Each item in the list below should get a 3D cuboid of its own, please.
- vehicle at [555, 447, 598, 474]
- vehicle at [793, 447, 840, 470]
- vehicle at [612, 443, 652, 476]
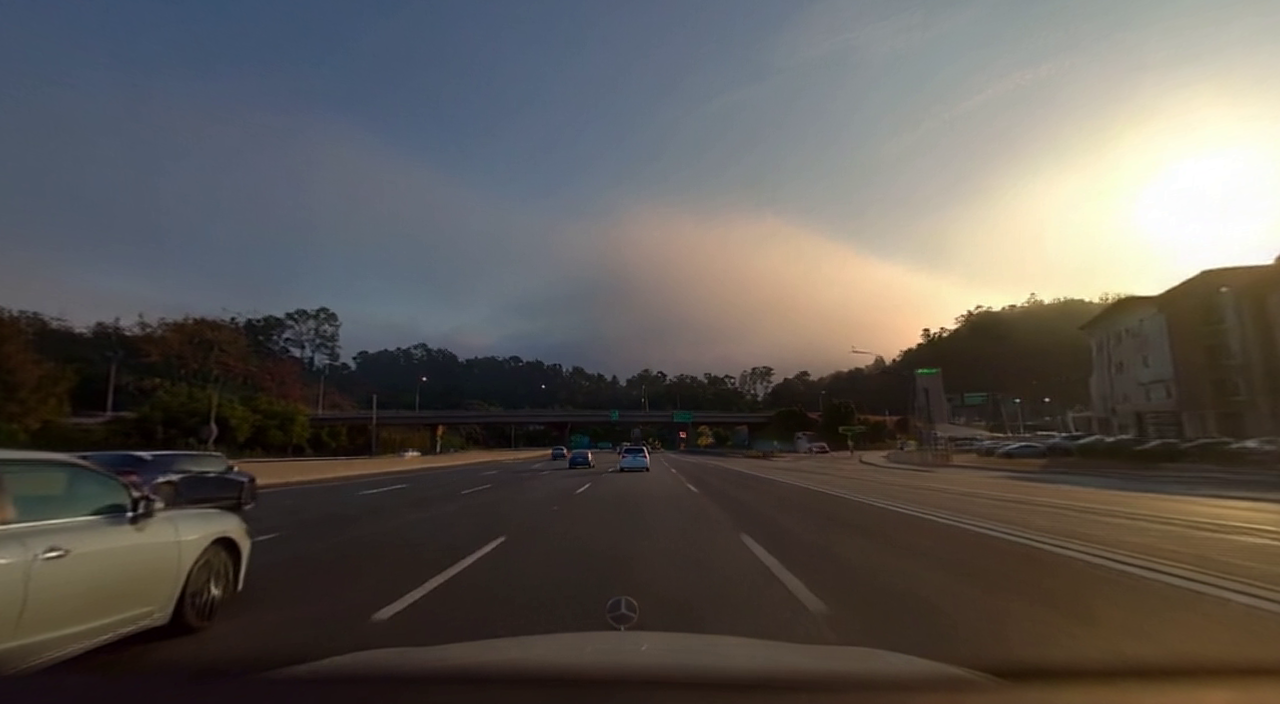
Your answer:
[{"bbox_3d":[-3.848,6.654,38.835,2.071,1.553,4.388,0,-9,2],"label":"vehicle"},{"bbox_3d":[13.864,8.376,49.749,2.246,1.760,4.640,0,-9,-1],"label":"vehicle"},{"bbox_3d":[-0.373,5.910,34.889,2.102,1.692,4.057,0,-9,1],"label":"vehicle"}]
